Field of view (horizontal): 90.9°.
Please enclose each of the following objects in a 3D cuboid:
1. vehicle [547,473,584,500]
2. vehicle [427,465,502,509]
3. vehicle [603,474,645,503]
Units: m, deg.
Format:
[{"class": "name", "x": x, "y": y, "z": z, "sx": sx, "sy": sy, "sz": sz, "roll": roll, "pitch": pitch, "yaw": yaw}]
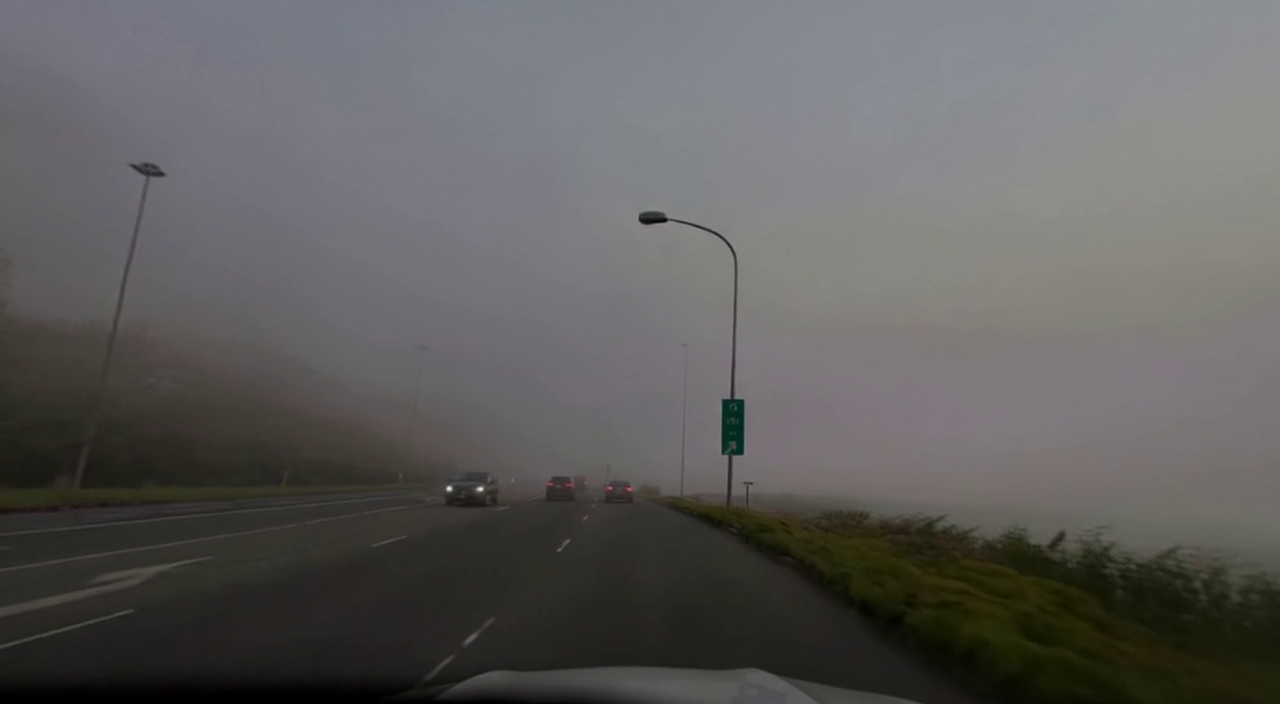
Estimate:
[{"class": "vehicle", "x": -4.521, "y": 8.196, "z": 38.655, "sx": 2.030, "sy": 1.441, "sz": 4.806, "roll": 2, "pitch": -10, "yaw": -4}, {"class": "vehicle", "x": -7.066, "y": 5.474, "z": 25.824, "sx": 2.016, "sy": 1.573, "sz": 4.259, "roll": 2, "pitch": -10, "yaw": -3}, {"class": "vehicle", "x": -0.987, "y": 7.725, "z": 35.910, "sx": 2.129, "sy": 1.471, "sz": 4.258, "roll": 2, "pitch": -10, "yaw": -4}]
